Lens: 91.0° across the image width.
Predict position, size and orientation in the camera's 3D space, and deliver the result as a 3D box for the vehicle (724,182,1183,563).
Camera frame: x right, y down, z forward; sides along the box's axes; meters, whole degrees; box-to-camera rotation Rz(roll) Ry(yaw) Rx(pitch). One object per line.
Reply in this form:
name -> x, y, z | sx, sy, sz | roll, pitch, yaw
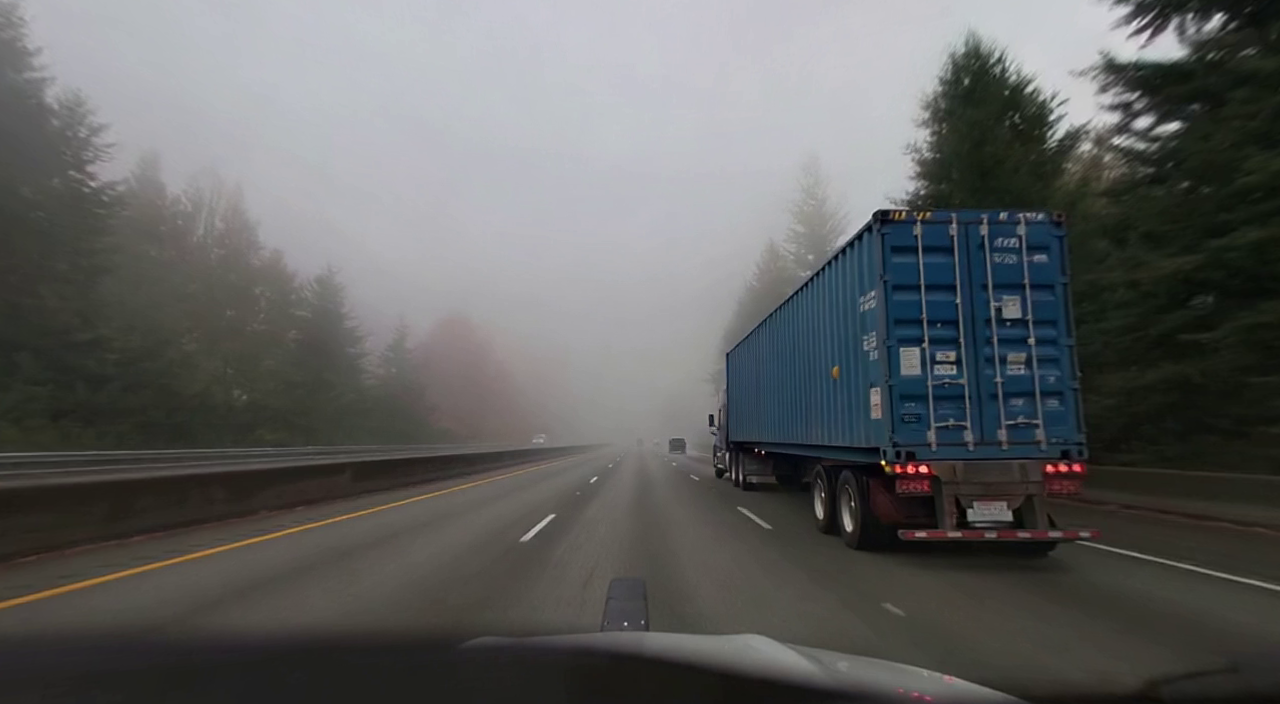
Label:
vehicle -> 4.035, 1.056, 13.033 | 2.903, 4.003, 13.046 | 0, -8, 1
